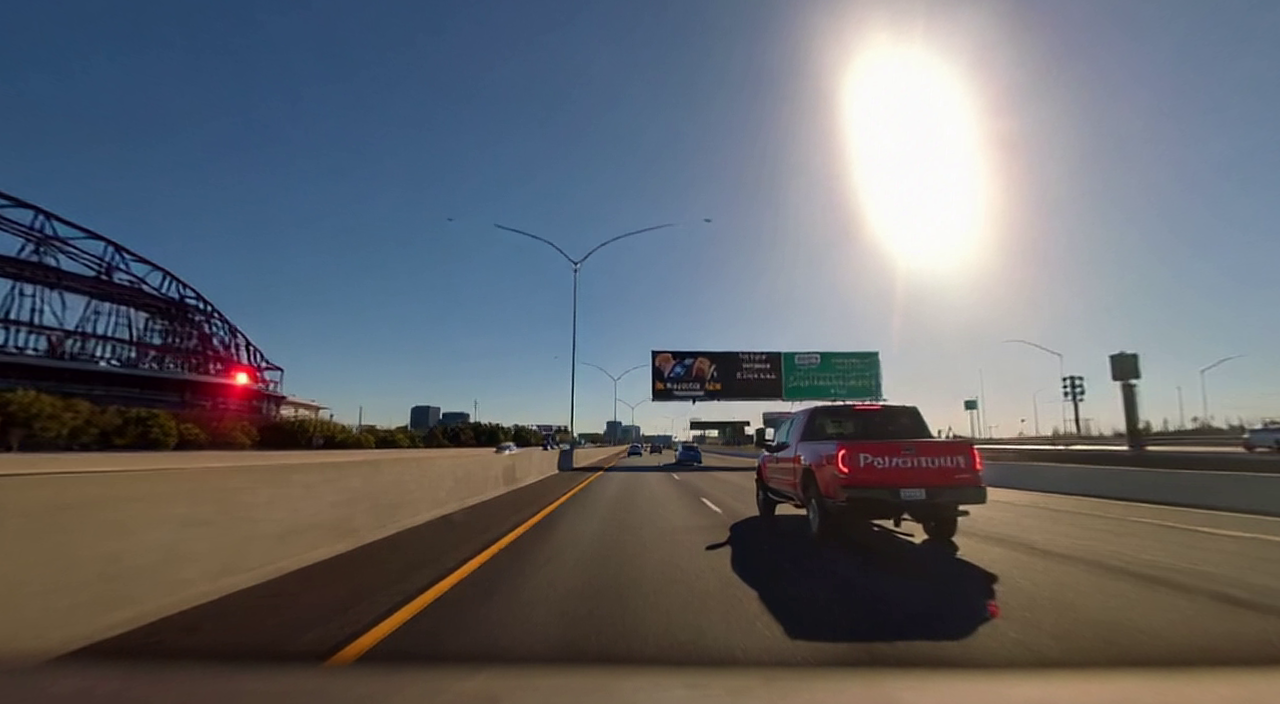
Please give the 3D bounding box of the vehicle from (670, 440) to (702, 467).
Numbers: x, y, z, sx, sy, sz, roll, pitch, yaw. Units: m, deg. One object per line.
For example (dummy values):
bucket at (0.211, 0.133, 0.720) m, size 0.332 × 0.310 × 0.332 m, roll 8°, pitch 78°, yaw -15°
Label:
vehicle at (3.243, 7.295, 45.519) m, size 1.973 × 1.774 × 4.092 m, roll 0°, pitch -9°, yaw -1°

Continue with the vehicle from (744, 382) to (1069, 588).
vehicle at (3.018, 1.660, 8.720) m, size 2.199 × 2.002 × 4.970 m, roll 0°, pitch -9°, yaw -1°
